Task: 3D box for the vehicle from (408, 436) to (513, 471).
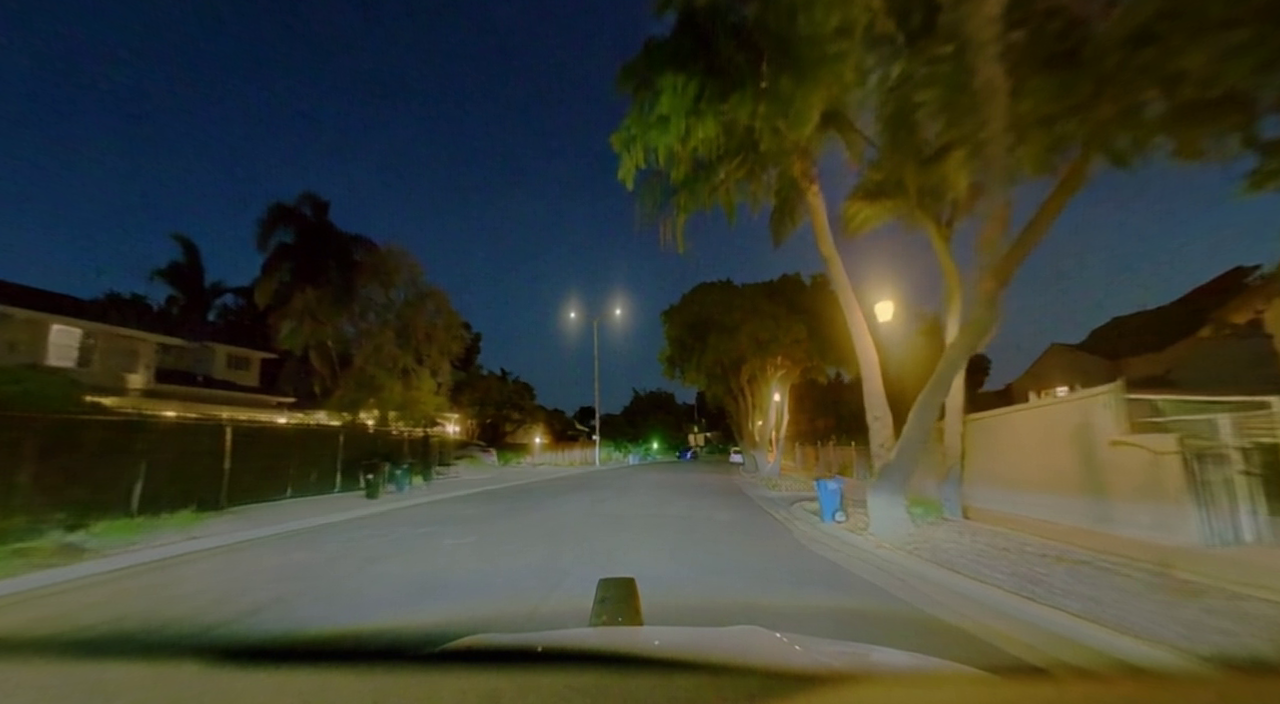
[{"bbox_3d":[-10.522,5.976,37.283,5.497,1.983,2.191,-1,-9,5],"label":"vehicle"}]
